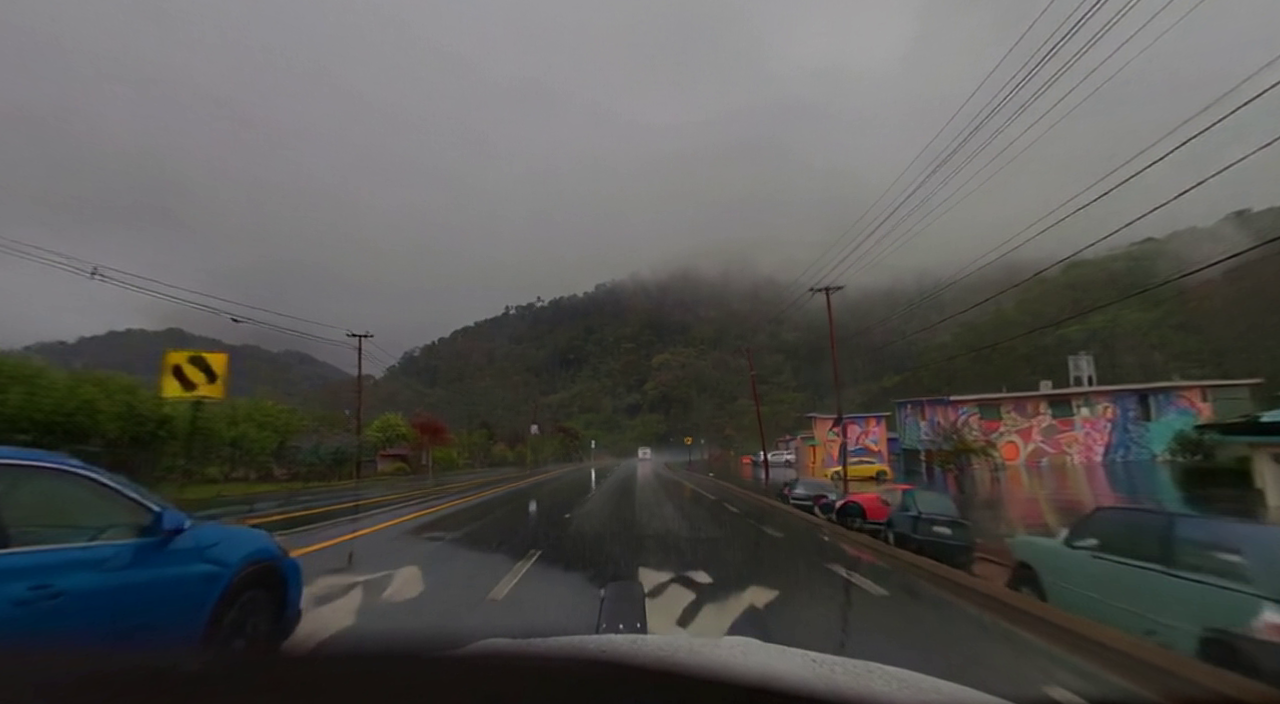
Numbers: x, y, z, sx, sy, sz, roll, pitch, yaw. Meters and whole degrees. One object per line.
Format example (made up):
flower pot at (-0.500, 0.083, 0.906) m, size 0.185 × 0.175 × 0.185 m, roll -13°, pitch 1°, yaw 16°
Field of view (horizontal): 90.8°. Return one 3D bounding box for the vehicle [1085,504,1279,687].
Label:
vehicle at (6.925, 2.462, 6.344) m, size 1.838 × 1.475 × 4.152 m, roll 0°, pitch -9°, yaw -1°

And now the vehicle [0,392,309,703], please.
vehicle at (-2.894, 0.814, 1.471) m, size 1.972 × 1.496 × 4.150 m, roll 0°, pitch -9°, yaw 0°

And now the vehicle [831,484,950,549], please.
vehicle at (7.255, 4.790, 18.785) m, size 1.896 × 1.451 × 4.070 m, roll 0°, pitch -9°, yaw 1°

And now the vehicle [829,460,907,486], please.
vehicle at (16.768, 8.932, 46.719) m, size 4.995 × 1.794 × 2.020 m, roll 0°, pitch -9°, yaw 3°

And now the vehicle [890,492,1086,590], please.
vehicle at (7.135, 3.892, 13.545) m, size 1.849 × 1.439 × 4.143 m, roll 0°, pitch -9°, yaw 0°

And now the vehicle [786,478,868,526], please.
vehicle at (7.067, 5.721, 24.394) m, size 1.791 × 1.445 × 4.412 m, roll 0°, pitch -9°, yaw 0°
